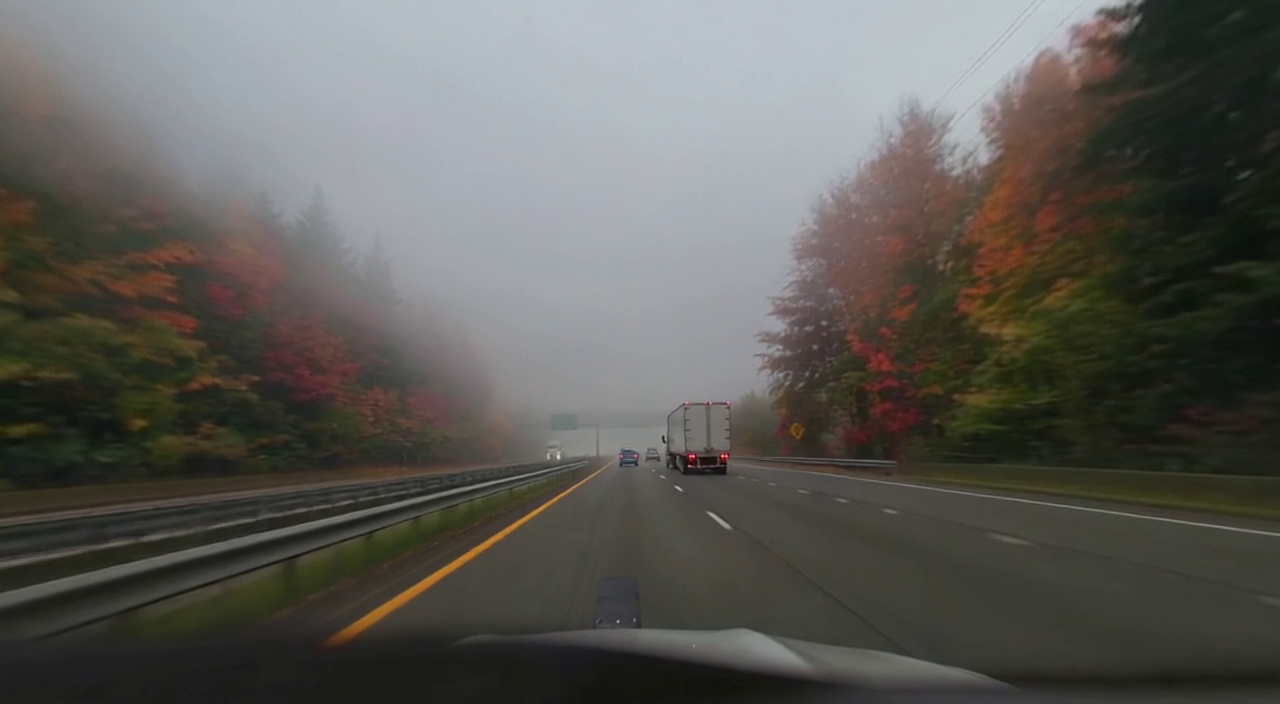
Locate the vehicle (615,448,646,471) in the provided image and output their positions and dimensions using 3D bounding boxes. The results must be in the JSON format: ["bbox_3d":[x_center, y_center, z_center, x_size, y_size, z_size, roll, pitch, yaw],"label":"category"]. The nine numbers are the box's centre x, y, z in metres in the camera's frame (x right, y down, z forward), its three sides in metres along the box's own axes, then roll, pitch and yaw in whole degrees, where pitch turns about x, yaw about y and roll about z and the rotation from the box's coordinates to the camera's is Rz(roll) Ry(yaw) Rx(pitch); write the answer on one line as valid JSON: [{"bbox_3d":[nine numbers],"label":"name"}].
[{"bbox_3d":[-0.651,7.188,42.012,1.961,1.454,3.755,0,-9,-1],"label":"vehicle"}]

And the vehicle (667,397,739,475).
[{"bbox_3d":[3.752,5.759,41.738,2.956,4.281,14.327,0,-9,-1],"label":"vehicle"}]
